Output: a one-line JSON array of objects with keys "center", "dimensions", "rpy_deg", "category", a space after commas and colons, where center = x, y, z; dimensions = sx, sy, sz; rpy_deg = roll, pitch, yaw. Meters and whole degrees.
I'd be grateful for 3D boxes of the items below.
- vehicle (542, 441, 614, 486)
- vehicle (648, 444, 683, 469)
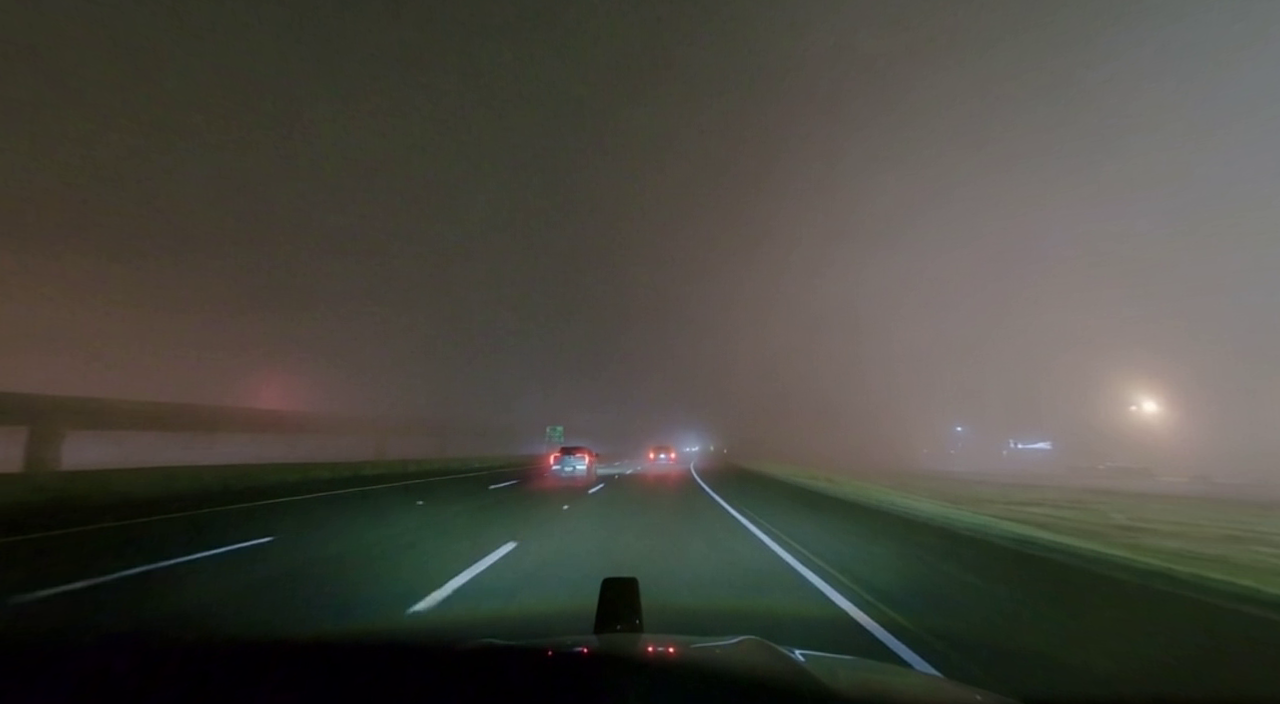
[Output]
[{"center": [-2.295, 4.278, 24.544], "dimensions": [2.129, 1.563, 4.387], "rpy_deg": [-1, -9, 3], "category": "vehicle"}, {"center": [1.658, 6.811, 41.265], "dimensions": [2.129, 1.502, 4.321], "rpy_deg": [-1, -9, 2], "category": "vehicle"}]
